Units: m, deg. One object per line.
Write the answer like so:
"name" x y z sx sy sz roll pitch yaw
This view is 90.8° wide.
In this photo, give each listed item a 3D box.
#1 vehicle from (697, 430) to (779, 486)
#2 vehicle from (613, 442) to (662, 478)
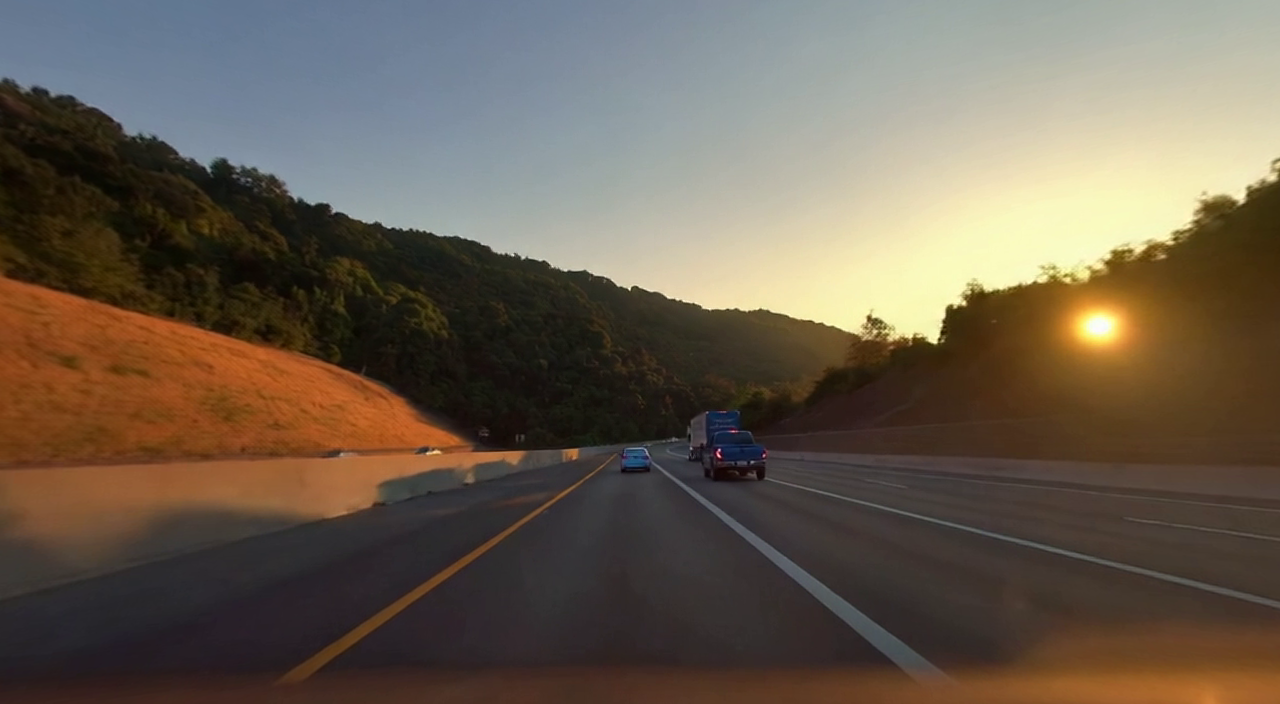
"vehicle" 3.429 3.832 23.059 2.098 1.794 4.561 0 -9 -2
"vehicle" -0.137 4.860 28.644 2.083 1.477 3.965 0 -9 -1
